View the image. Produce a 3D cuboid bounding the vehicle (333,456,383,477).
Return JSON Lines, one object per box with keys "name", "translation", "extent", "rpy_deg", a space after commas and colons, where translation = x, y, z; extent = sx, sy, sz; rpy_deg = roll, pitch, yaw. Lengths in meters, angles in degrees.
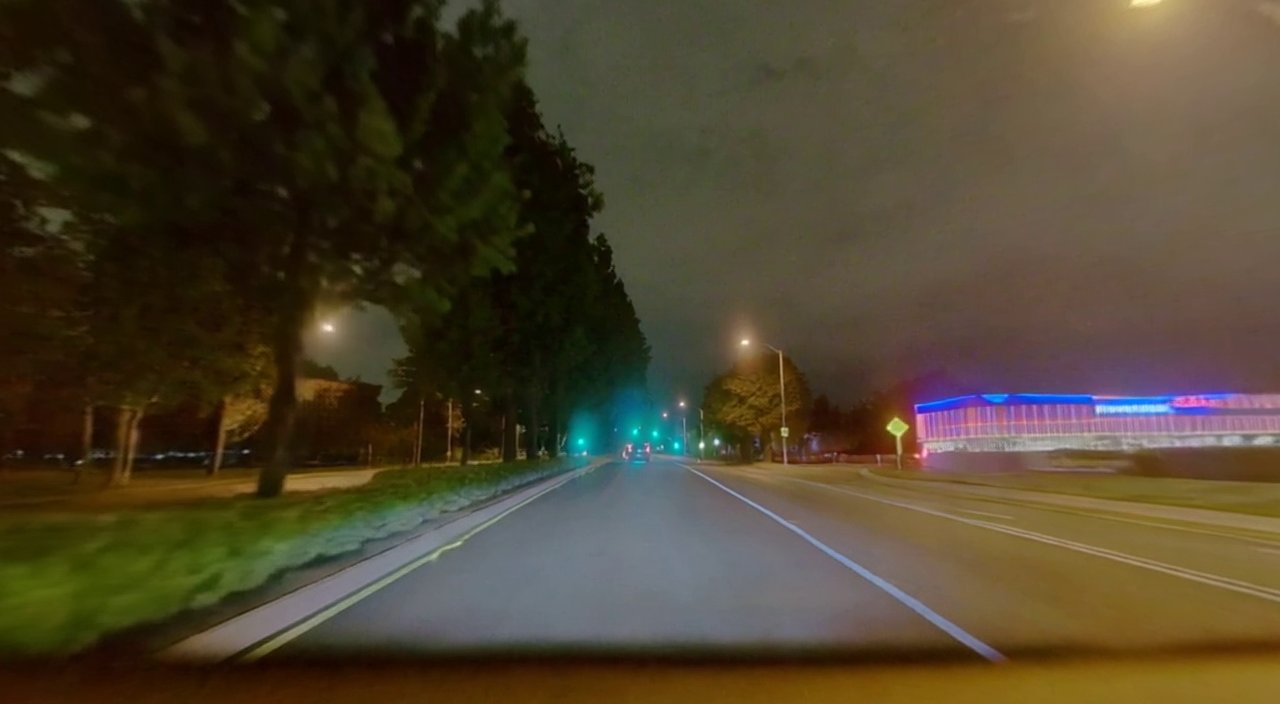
{"name": "vehicle", "translation": [-20.787, 8.459, 46.757], "extent": [1.904, 1.412, 3.929], "rpy_deg": [0, -9, 0]}
